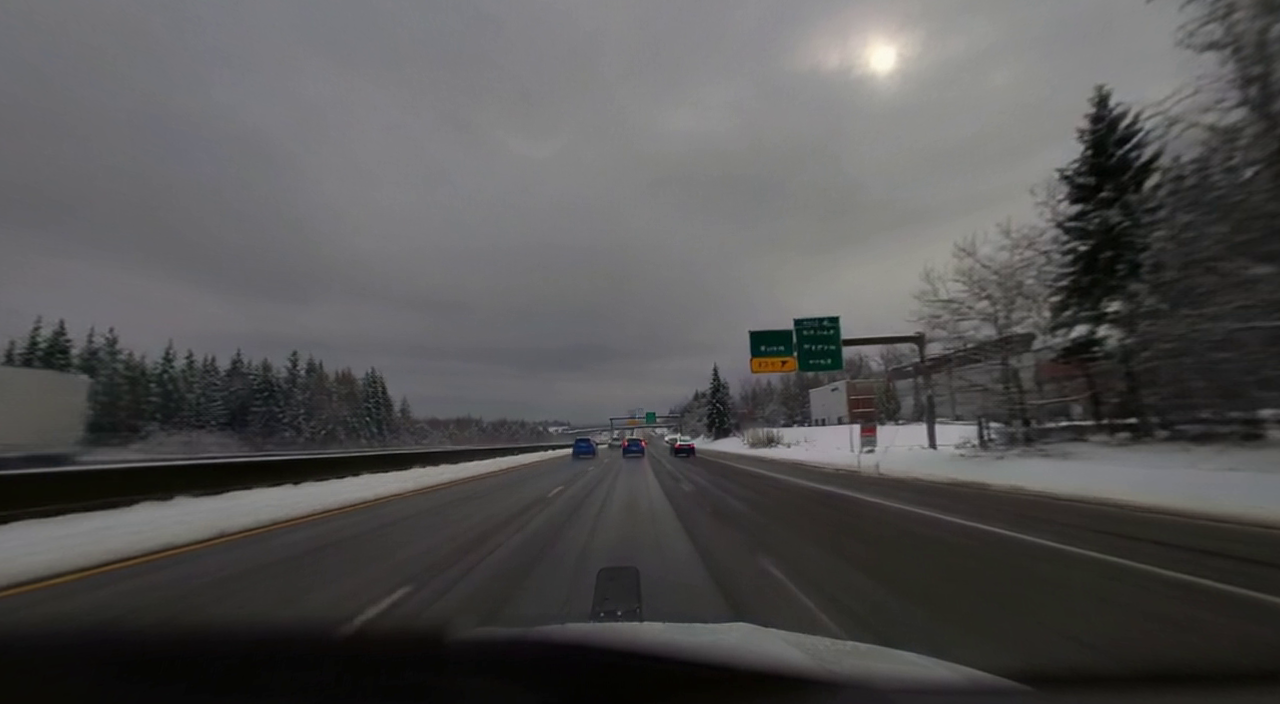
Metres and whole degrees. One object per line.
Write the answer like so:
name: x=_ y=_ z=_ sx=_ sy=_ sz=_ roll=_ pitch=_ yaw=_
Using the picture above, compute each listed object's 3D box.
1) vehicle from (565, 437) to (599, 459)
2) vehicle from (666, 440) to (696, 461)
vehicle: x=-4.482 y=7.521 z=49.133 sx=2.271 sy=1.626 sz=4.463 roll=0 pitch=-8 yaw=-1
vehicle: x=3.100 y=7.572 z=48.406 sx=1.992 sy=1.532 sz=3.996 roll=0 pitch=-8 yaw=-1
